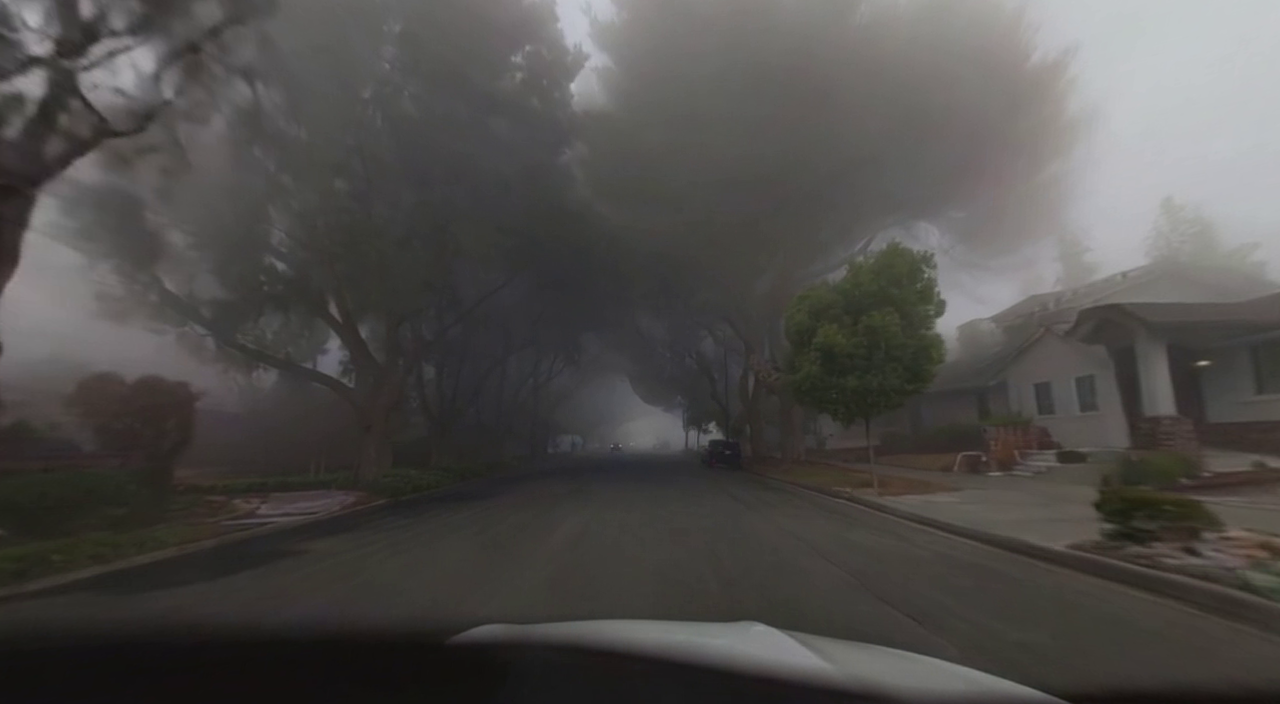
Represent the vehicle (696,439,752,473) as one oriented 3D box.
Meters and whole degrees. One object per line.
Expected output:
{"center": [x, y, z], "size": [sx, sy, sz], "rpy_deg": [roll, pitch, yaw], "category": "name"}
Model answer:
{"center": [3.941, 4.957, 30.365], "size": [2.013, 1.473, 4.329], "rpy_deg": [0, -8, -1], "category": "vehicle"}
